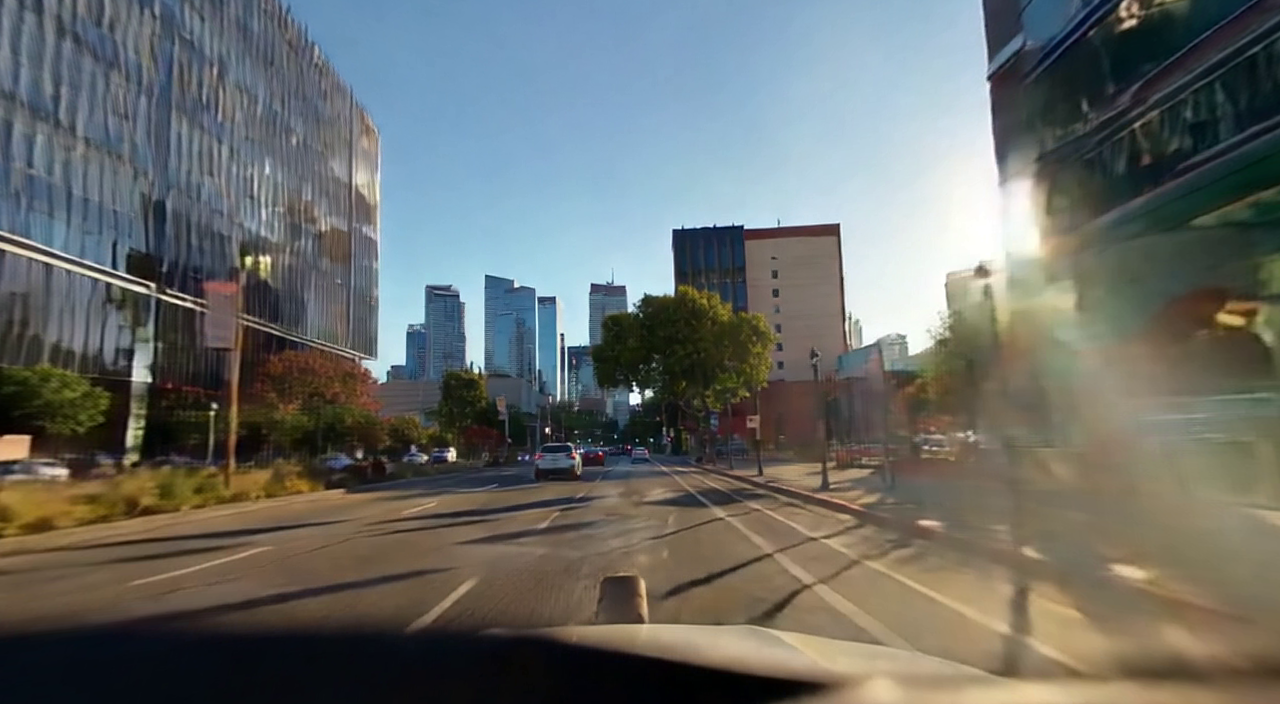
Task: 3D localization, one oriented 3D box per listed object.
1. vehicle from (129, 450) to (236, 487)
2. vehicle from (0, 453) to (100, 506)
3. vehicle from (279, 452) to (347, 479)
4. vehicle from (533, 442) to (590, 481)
[{"bbox_3d":[-23.698,6.023,33.021,1.978,1.739,4.895,0,-8,-1],"label":"vehicle"},{"bbox_3d":[-20.079,3.993,19.998,1.959,1.536,4.455,0,-8,0],"label":"vehicle"},{"bbox_3d":[-20.317,7.054,39.498,1.856,1.471,4.445,0,-8,0],"label":"vehicle"},{"bbox_3d":[-3.362,4.742,27.631,1.983,1.545,3.773,0,-8,0],"label":"vehicle"}]
